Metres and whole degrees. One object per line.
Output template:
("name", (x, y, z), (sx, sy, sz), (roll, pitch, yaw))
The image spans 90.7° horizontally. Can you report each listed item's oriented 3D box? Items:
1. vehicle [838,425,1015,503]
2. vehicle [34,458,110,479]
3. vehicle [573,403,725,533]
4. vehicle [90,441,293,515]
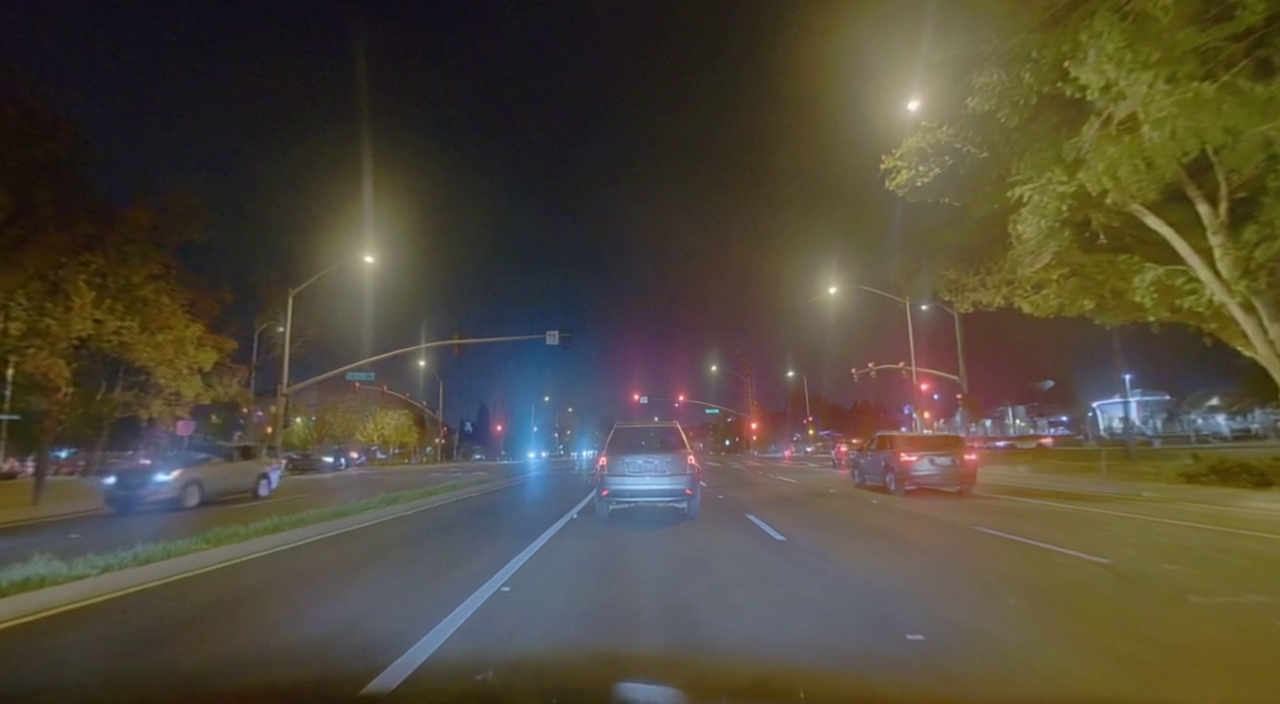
("vehicle", (7.049, 2.818, 16.246), (2.447, 1.707, 4.396), (0, -9, 0))
("vehicle", (-40.237, 8.241, 44.850), (3.386, 1.456, 2.024), (0, -9, 0))
("vehicle", (0.212, 2.093, 11.889), (2.267, 1.926, 4.708), (-1, -9, 2))
("vehicle", (-11.257, 3.159, 16.437), (2.209, 1.627, 4.582), (1, -9, -5))
